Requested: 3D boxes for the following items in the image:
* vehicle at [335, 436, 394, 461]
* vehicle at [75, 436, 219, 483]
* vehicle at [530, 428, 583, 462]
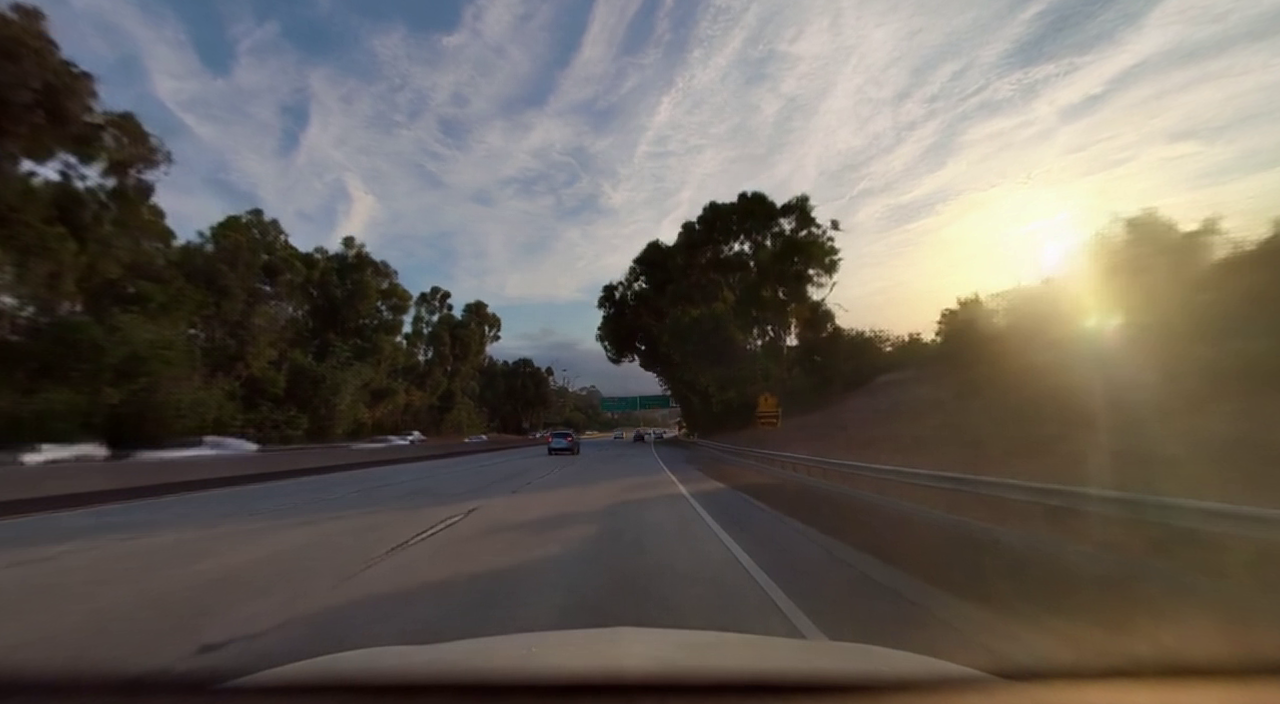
[{"bbox_3d":[-16.701,5.828,38.405,1.791,1.430,3.919,0,-7,0],"label":"vehicle"},{"bbox_3d":[-16.839,3.642,21.815,1.837,1.429,3.986,0,-7,-1],"label":"vehicle"},{"bbox_3d":[-4.190,4.727,32.327,2.052,1.626,4.514,0,-7,1],"label":"vehicle"}]
